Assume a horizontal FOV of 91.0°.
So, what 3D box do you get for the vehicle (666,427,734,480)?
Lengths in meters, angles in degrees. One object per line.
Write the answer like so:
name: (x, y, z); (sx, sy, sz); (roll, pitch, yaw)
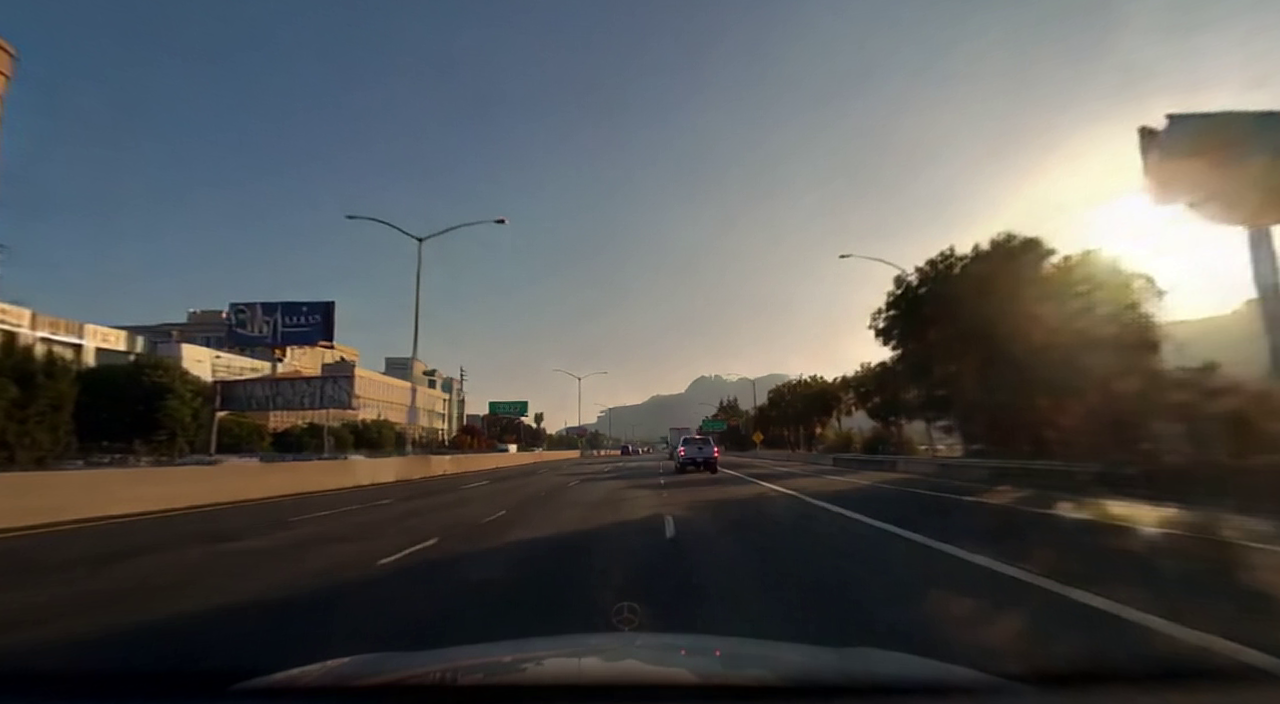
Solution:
vehicle: (2.615, 4.695, 29.259); (2.740, 2.157, 6.300); (-1, -9, 2)
